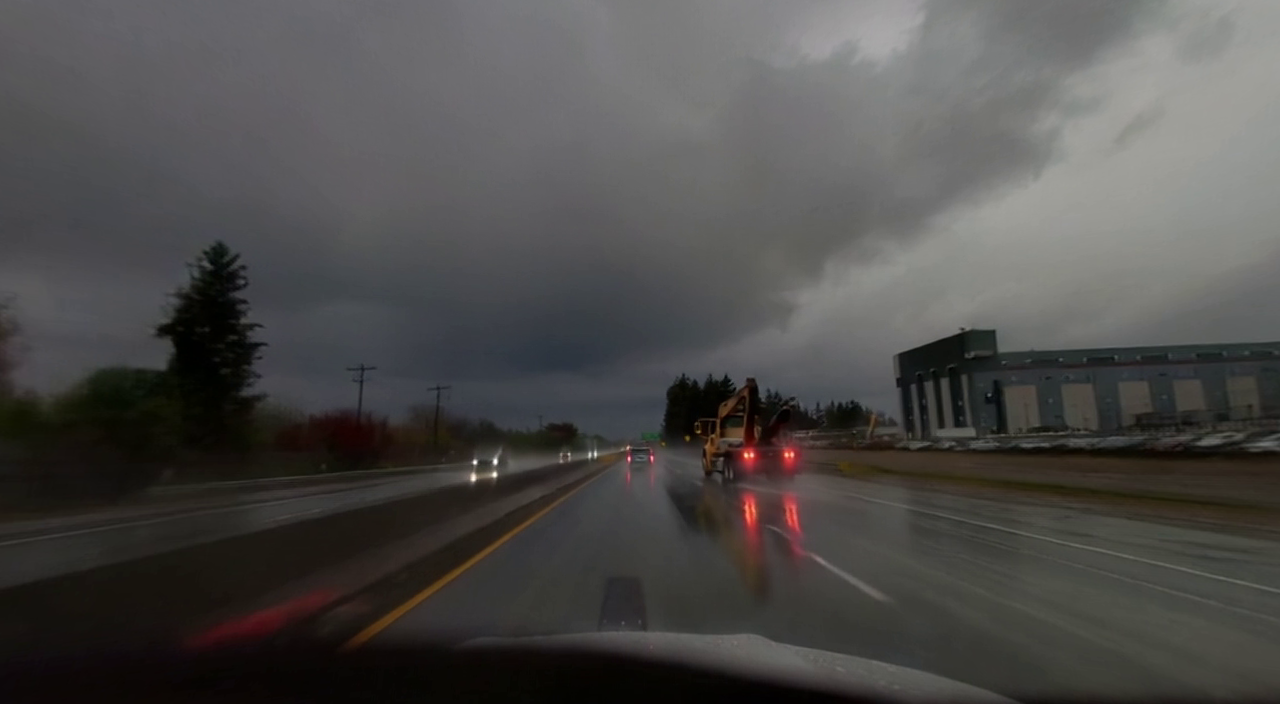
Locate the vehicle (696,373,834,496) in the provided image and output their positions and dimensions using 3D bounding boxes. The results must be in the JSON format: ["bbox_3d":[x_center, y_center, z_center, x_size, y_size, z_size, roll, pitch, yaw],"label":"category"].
[{"bbox_3d":[3.984,3.002,22.413,3.089,3.568,8.101,0,-9,-1],"label":"vehicle"}]

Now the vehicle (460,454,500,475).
[{"bbox_3d":[-12.163,8.544,48.120,1.947,1.500,3.999,0,-9,0],"label":"vehicle"}]

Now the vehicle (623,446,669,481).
[{"bbox_3d":[0.238,5.228,29.863,2.045,1.527,4.023,0,-9,0],"label":"vehicle"}]
